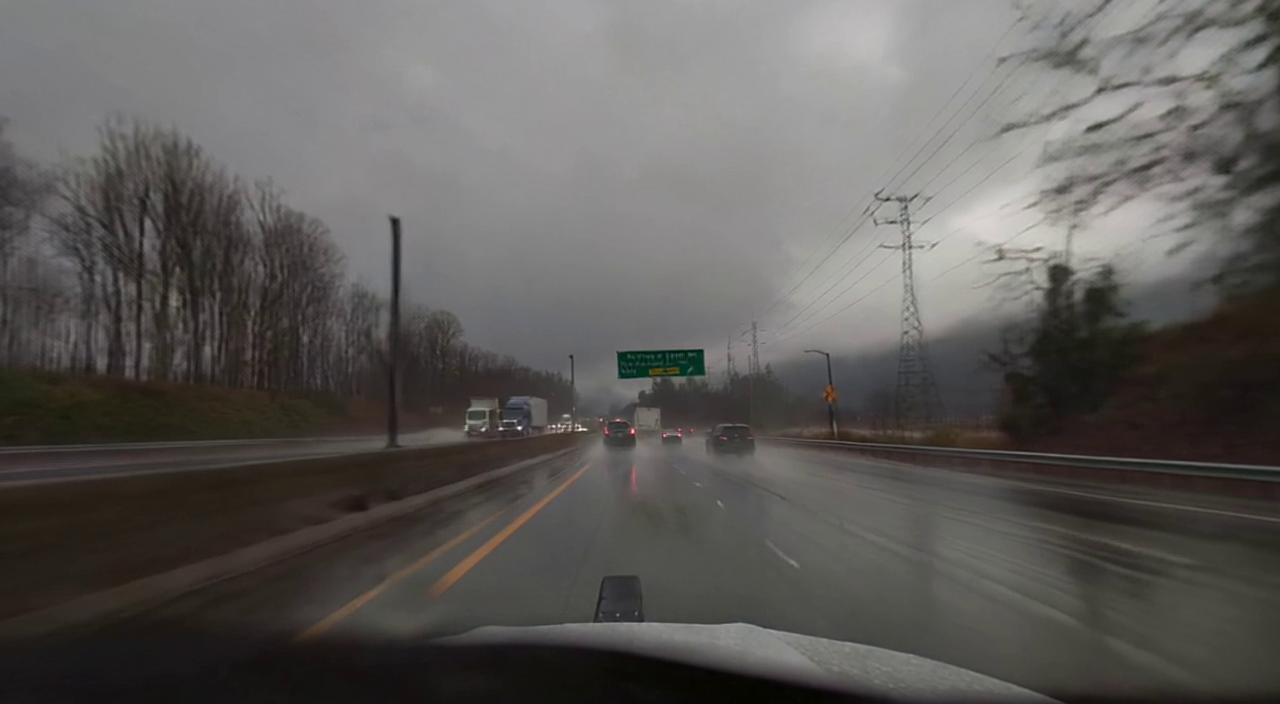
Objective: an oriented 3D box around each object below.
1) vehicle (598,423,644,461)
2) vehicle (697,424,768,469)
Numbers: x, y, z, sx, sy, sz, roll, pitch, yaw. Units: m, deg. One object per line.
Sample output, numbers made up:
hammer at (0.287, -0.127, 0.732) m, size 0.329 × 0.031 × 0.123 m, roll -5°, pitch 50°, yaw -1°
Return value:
vehicle at (-0.918, 4.429, 31.171) m, size 2.134 × 1.710 × 4.049 m, roll 0°, pitch -7°, yaw -1°
vehicle at (3.410, 3.583, 24.051) m, size 2.062 × 1.581 × 3.914 m, roll 0°, pitch -8°, yaw -1°
